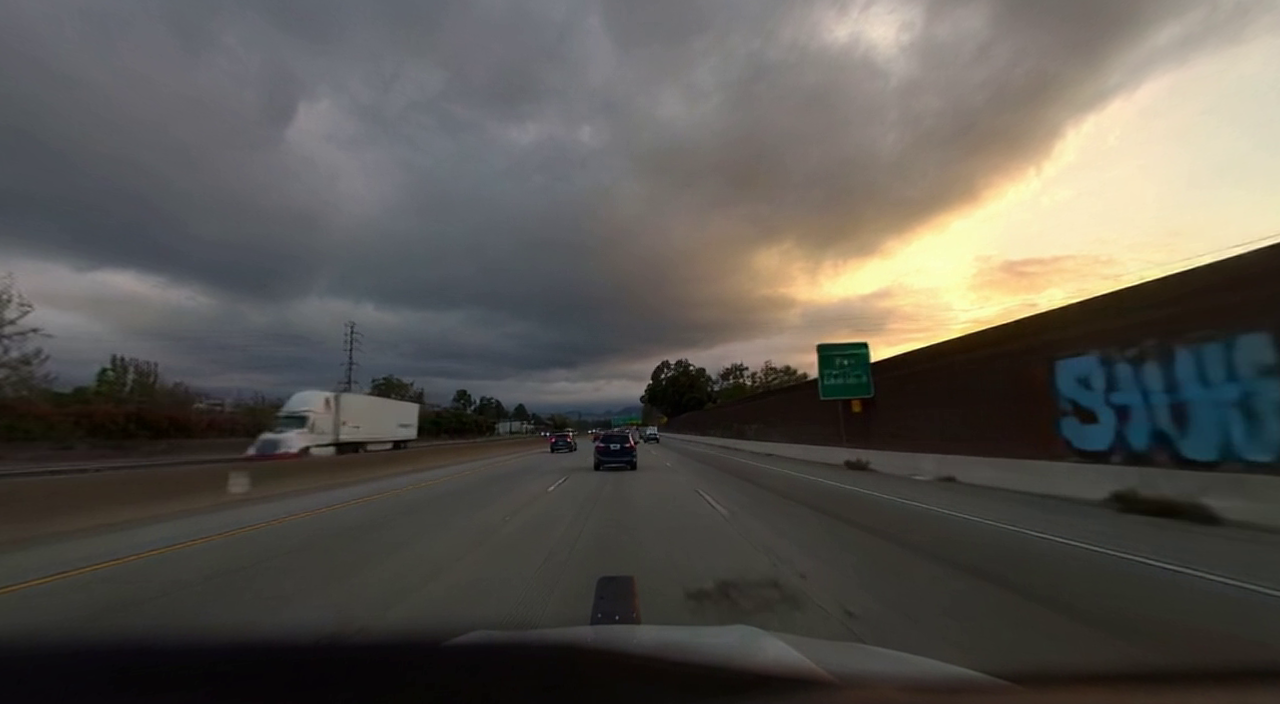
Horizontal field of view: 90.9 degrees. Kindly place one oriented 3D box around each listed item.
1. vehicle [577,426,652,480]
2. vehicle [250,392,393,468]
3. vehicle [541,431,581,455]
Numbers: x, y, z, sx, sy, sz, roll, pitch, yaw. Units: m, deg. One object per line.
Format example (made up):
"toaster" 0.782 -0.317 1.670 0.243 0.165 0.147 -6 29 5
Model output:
"vehicle" -0.730 3.038 19.236 2.044 1.477 3.693 0 -8 -1
"vehicle" -17.429 4.467 35.639 2.979 3.672 9.989 0 -8 -1
"vehicle" -5.032 5.864 40.759 2.022 1.440 4.491 0 -8 -1
